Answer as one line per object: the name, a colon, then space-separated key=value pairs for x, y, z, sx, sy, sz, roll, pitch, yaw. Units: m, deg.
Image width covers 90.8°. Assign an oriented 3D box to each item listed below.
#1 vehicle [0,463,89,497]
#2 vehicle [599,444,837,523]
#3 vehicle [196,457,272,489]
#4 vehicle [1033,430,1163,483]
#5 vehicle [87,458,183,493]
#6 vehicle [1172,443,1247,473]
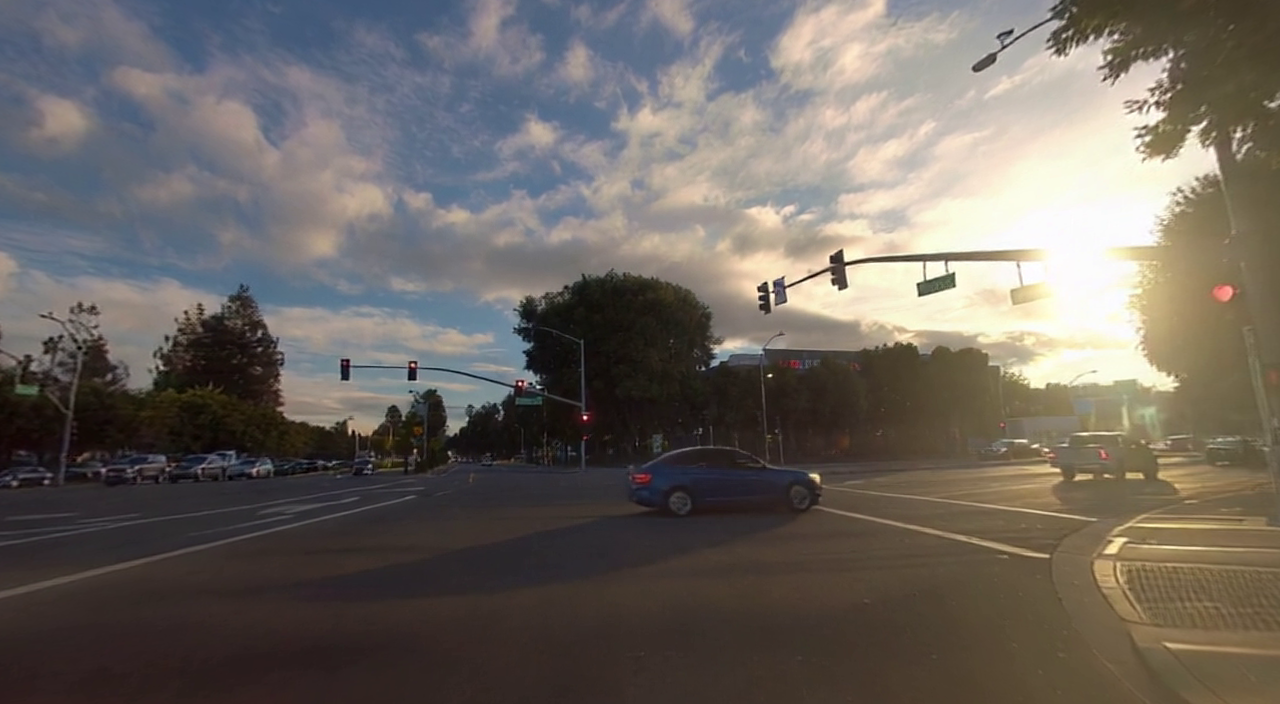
vehicle: x=-30.054 y=6.317 z=31.356 sx=1.965 sy=1.448 sz=4.553 roll=1 pitch=-9 yaw=-11
vehicle: x=1.615 y=2.758 z=13.746 sx=4.702 sy=1.468 sz=1.999 roll=2 pitch=-9 yaw=-14
vehicle: x=-23.362 y=6.935 z=36.562 sx=2.020 sy=1.615 sz=4.656 roll=1 pitch=-9 yaw=-11
vehicle: x=18.675 y=4.191 z=25.677 sx=5.896 sy=1.937 sz=2.358 roll=6 pitch=-11 yaw=-35
vehicle: x=-26.723 y=6.514 z=33.655 sx=2.081 sy=1.670 sz=4.376 roll=1 pitch=-9 yaw=-11
vehicle: x=29.573 y=5.450 z=32.737 sx=4.728 sy=1.471 sz=1.957 roll=6 pitch=-11 yaw=-38
